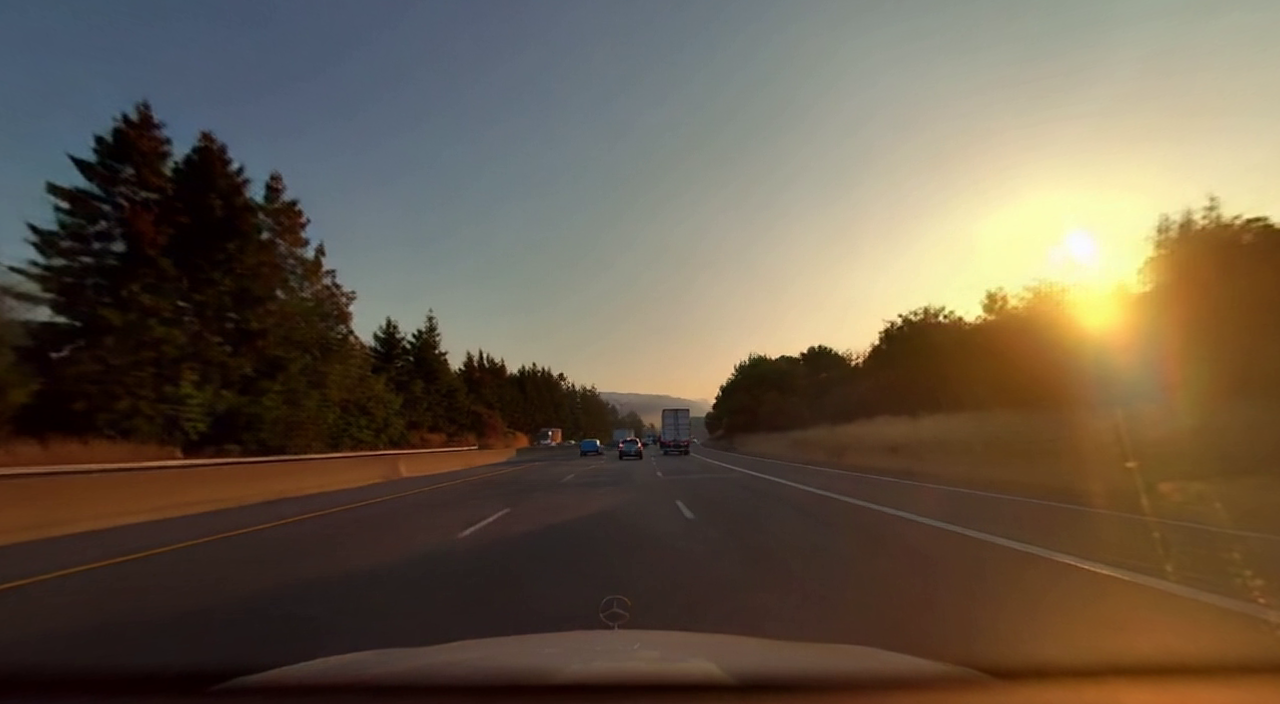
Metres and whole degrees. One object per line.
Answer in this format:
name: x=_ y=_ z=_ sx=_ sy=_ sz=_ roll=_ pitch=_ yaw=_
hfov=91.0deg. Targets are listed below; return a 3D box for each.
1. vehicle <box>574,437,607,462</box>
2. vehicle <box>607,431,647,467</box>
vehicle: x=-3.612 y=7.248 z=46.925 sx=2.047 sy=1.757 sz=4.183 roll=-1 pitch=-8 yaw=1
vehicle: x=-0.747 y=5.677 z=37.006 sx=2.211 sy=1.933 sz=4.315 roll=0 pitch=-8 yaw=0
